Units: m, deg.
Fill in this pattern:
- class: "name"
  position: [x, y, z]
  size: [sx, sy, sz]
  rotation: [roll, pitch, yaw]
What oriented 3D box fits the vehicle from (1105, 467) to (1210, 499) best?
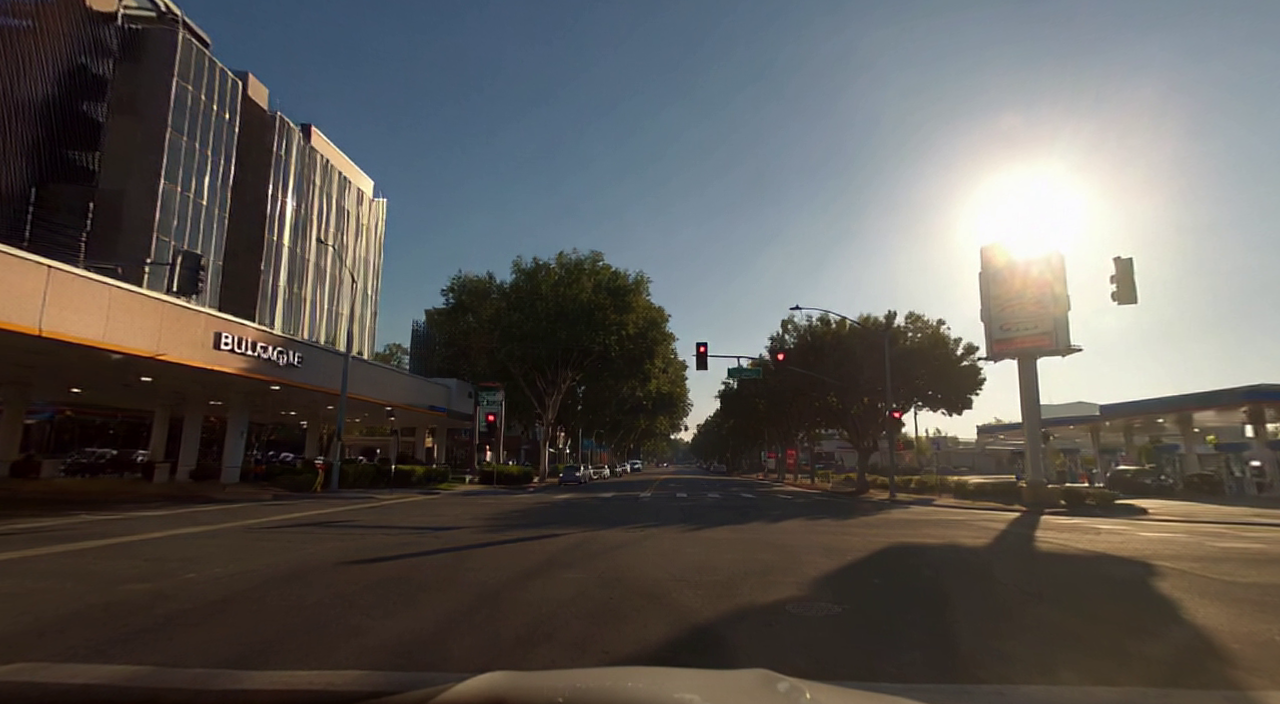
- class: "vehicle"
  position: [28.013, 7.065, 34.354]
  size: [1.897, 1.466, 4.211]
  rotation: [1, -8, -6]
